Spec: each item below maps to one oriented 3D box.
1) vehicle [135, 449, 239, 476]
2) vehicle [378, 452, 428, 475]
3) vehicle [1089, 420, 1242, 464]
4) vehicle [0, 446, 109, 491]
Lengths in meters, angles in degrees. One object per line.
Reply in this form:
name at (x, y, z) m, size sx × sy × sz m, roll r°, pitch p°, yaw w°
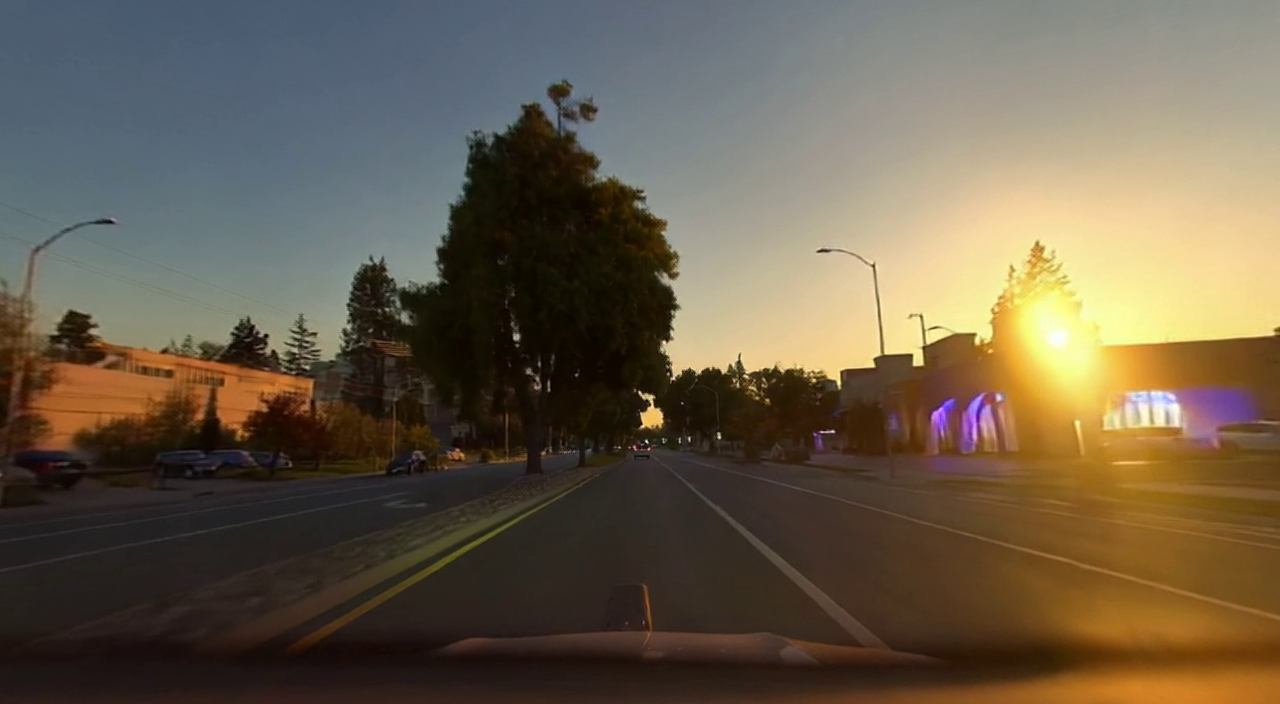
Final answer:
vehicle at (-27.182, 6.643, 37.942) m, size 4.591 × 1.566 × 2.133 m, roll 0°, pitch -9°, yaw -2°
vehicle at (-18.618, 8.725, 49.697) m, size 1.959 × 1.682 × 4.628 m, roll 0°, pitch -9°, yaw 3°
vehicle at (22.737, 3.963, 27.618) m, size 2.217 × 1.737 × 4.962 m, roll 1°, pitch -9°, yaw -3°
vehicle at (-26.443, 4.981, 27.267) m, size 4.979 × 1.829 × 2.087 m, roll 0°, pitch -9°, yaw 2°
